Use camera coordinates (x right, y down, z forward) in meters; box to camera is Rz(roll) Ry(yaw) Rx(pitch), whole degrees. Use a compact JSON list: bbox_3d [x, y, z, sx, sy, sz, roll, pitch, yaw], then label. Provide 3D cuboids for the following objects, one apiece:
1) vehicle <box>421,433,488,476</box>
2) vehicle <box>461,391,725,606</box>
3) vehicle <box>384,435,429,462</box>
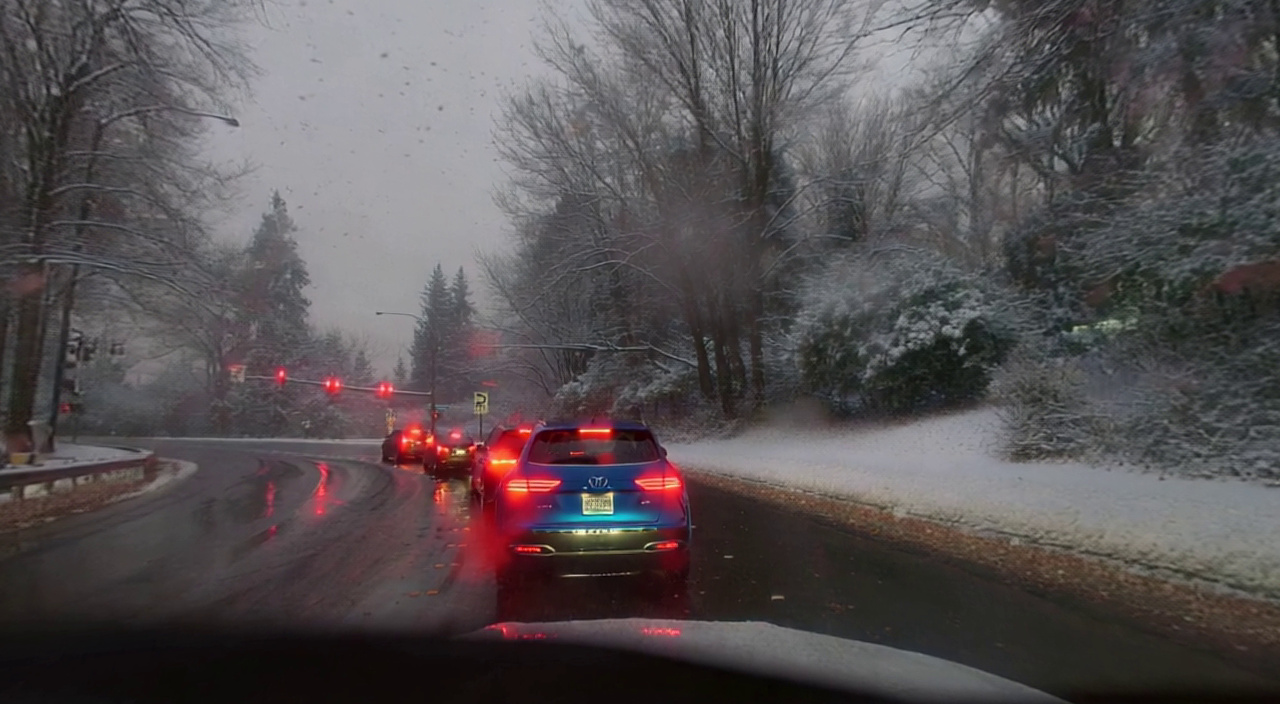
[{"bbox_3d":[-7.294,3.947,24.484,1.902,1.536,3.662,4,-9,-25],"label":"vehicle"},{"bbox_3d":[-0.682,1.462,7.204,2.134,1.671,4.147,1,-8,-9],"label":"vehicle"},{"bbox_3d":[-13.765,5.644,36.906,1.863,1.488,4.426,4,-9,-27],"label":"vehicle"}]
